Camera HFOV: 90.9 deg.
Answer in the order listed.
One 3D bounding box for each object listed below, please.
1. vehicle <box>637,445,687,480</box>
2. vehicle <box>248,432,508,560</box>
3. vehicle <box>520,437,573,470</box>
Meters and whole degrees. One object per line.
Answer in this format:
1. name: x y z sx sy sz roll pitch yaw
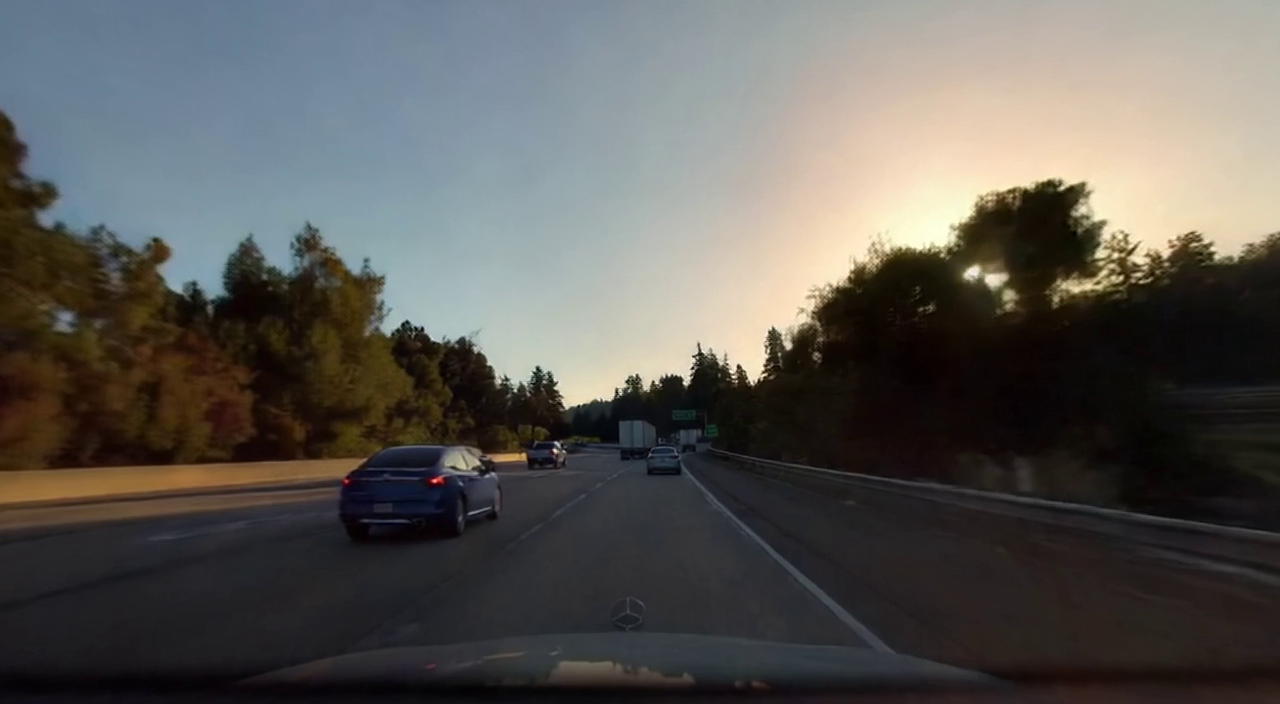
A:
1. vehicle: 0.968 4.681 26.865 1.984 1.365 3.767 0 -9 3
2. vehicle: -3.571 2.043 9.765 1.916 1.486 4.631 0 -9 2
3. vehicle: -5.614 6.203 38.627 2.142 1.833 4.854 -1 -9 5
